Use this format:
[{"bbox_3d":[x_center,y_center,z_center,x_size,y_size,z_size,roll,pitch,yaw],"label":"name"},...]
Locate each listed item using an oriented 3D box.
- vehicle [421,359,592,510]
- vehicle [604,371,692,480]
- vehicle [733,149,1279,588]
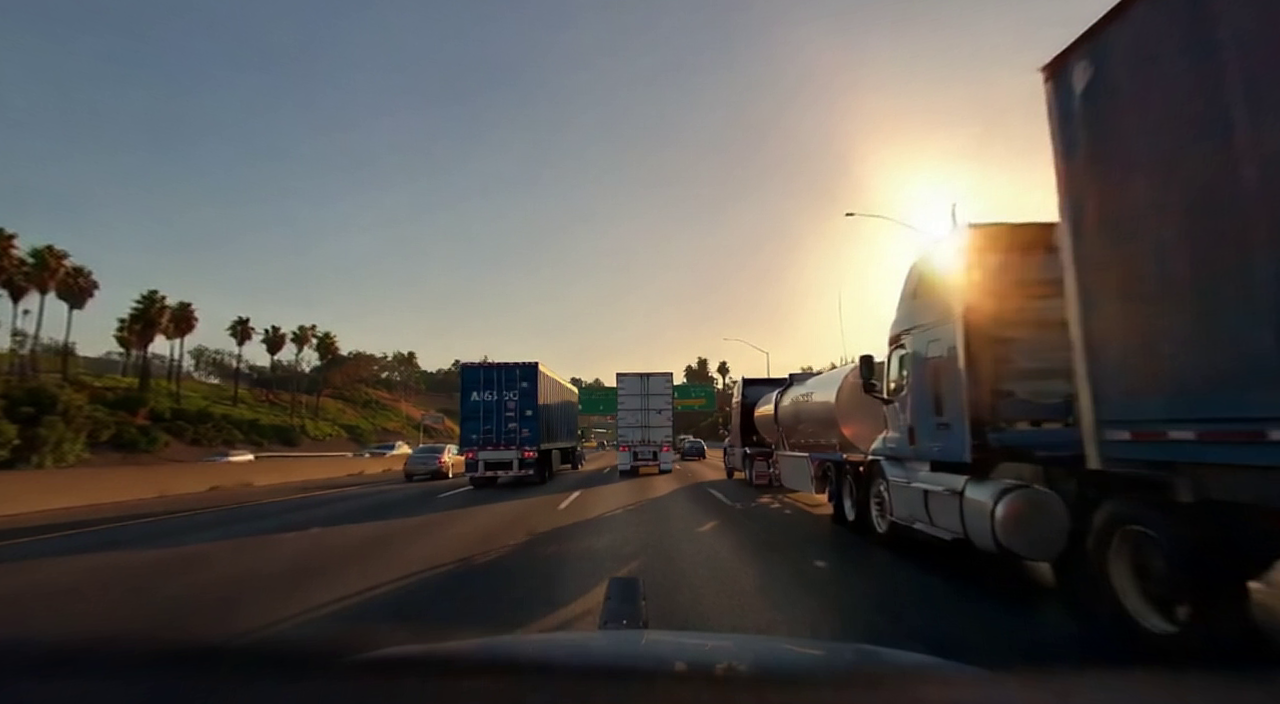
[{"bbox_3d":[-3.278,2.548,19.141,2.786,3.228,11.082,0,-8,0],"label":"vehicle"},{"bbox_3d":[0.352,3.948,31.560,3.097,3.856,18.209,0,-9,0],"label":"vehicle"},{"bbox_3d":[4.430,1.097,13.170,2.887,4.178,14.553,0,-8,0],"label":"vehicle"}]
